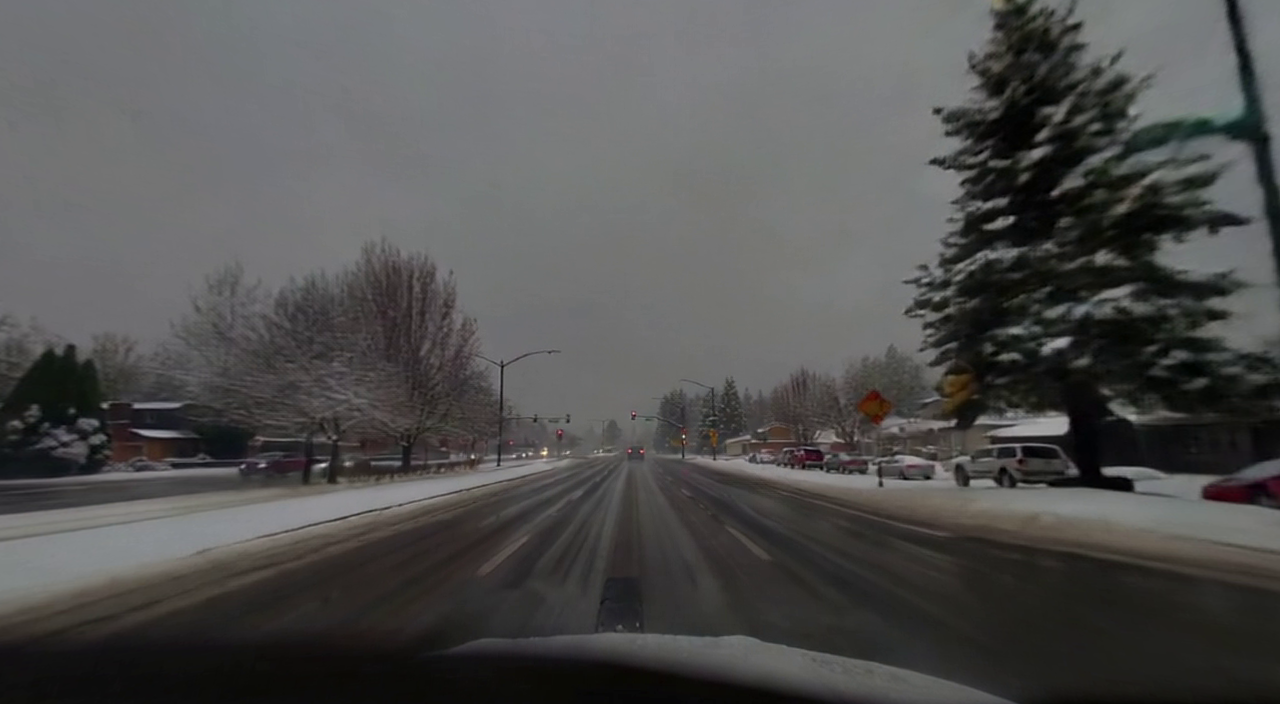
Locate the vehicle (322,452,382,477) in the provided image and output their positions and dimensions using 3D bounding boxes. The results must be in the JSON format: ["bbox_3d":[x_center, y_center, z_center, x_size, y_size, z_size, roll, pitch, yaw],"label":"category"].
[{"bbox_3d":[-19.078,7.449,42.087,1.815,1.468,4.398,0,-9,1],"label":"vehicle"}]

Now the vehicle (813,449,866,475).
[{"bbox_3d":[12.349,6.835,39.378,1.836,1.448,4.624,-1,-9,1],"label":"vehicle"}]

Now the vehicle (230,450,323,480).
[{"bbox_3d":[-24.435,7.604,42.814,2.224,1.795,5.809,-2,-9,9],"label":"vehicle"}]

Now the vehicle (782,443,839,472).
[{"bbox_3d":[12.521,7.844,46.909,2.386,1.919,6.109,-1,-10,-1],"label":"vehicle"}]

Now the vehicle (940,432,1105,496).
[{"bbox_3d":[13.138,3.854,22.230,2.047,1.950,5.112,1,-9,-9],"label":"vehicle"}]

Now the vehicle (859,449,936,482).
[{"bbox_3d":[12.728,5.625,31.608,1.916,1.452,4.651,0,-9,1],"label":"vehicle"}]
